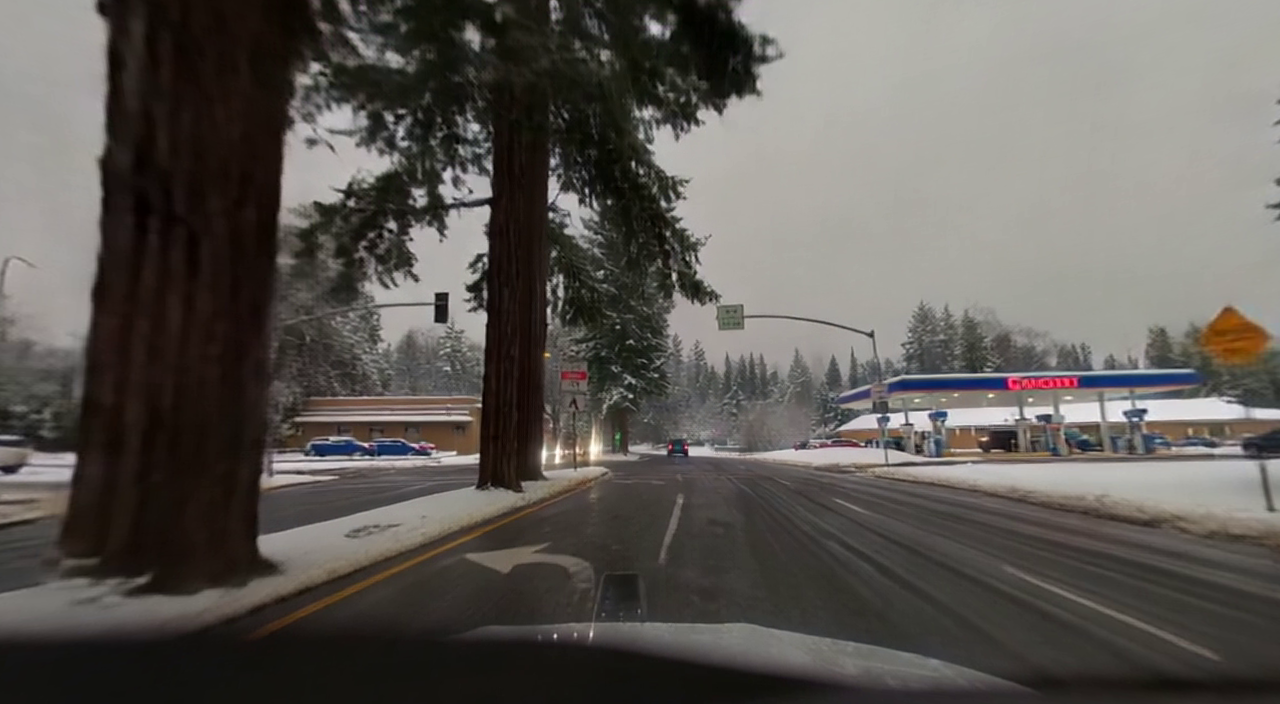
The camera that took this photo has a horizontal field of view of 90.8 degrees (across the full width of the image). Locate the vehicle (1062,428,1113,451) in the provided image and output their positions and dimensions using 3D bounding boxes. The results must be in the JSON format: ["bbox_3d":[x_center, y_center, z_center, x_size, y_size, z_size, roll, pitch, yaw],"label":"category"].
[{"bbox_3d":[32.823,6.405,46.269,4.355,1.561,2.103,8,-10,-43],"label":"vehicle"}]

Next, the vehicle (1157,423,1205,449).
[{"bbox_3d":[36.801,5.758,42.955,3.928,1.684,1.912,8,-12,-43],"label":"vehicle"}]

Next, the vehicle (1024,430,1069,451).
[{"bbox_3d":[31.147,6.805,48.362,4.406,1.480,1.815,8,-12,-44],"label":"vehicle"}]

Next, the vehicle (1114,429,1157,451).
[{"bbox_3d":[34.702,6.169,44.218,3.931,1.422,1.771,8,-12,-44],"label":"vehicle"}]
